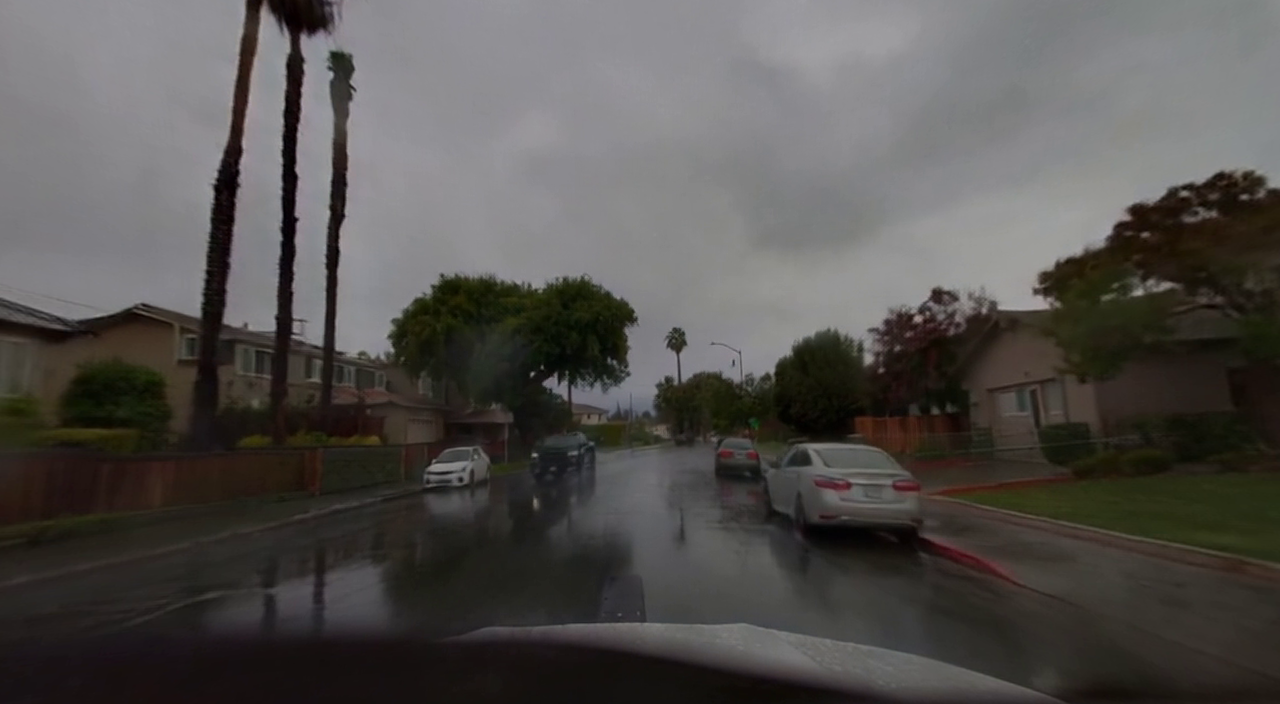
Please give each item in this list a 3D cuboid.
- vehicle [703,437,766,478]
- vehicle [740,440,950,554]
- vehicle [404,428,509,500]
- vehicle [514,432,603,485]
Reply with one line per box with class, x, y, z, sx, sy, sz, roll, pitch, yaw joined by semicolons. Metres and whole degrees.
vehicle;3.705;4.221;25.400;2.045;1.519;4.231;-1;-9;2
vehicle;3.028;2.215;10.380;1.942;1.465;4.123;0;-9;-2
vehicle;-6.661;4.307;23.529;2.053;1.713;4.850;-3;-21;5
vehicle;-2.924;4.012;23.921;2.305;1.781;4.834;-1;-9;6
